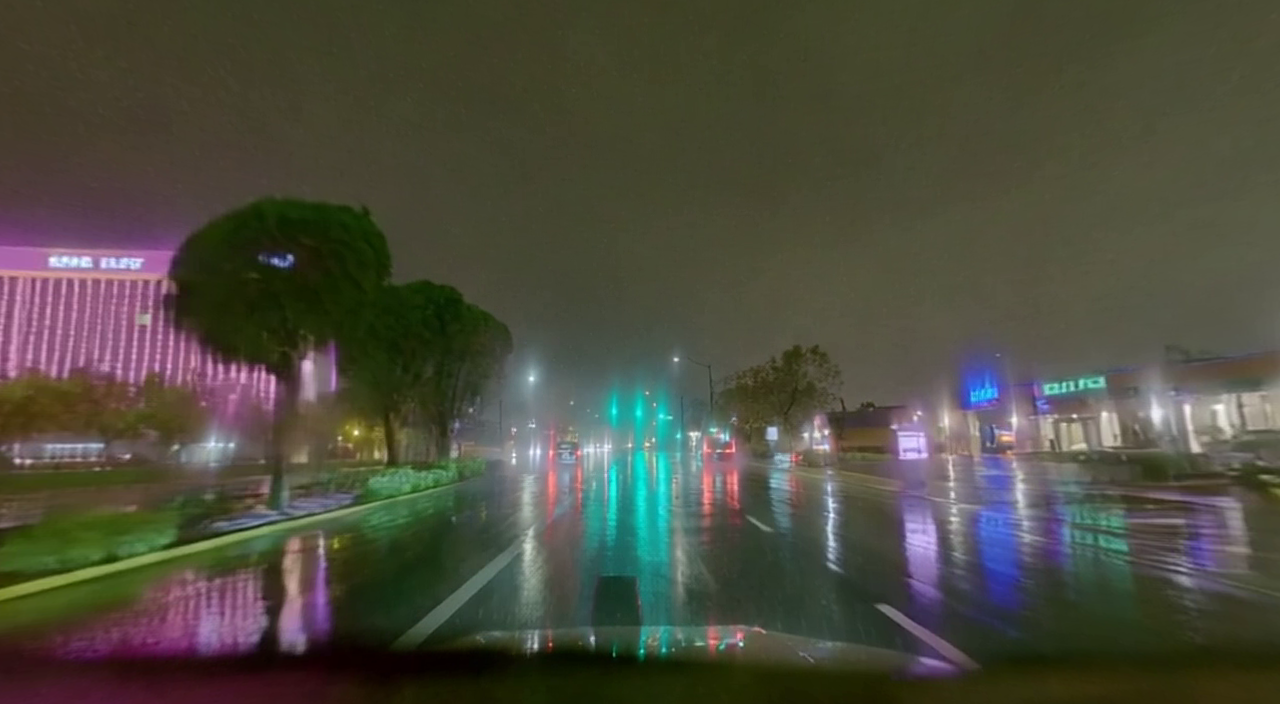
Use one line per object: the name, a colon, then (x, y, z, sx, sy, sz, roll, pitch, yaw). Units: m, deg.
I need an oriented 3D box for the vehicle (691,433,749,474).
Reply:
vehicle: (3.643, 4.736, 29.558, 2.083, 1.743, 4.354, 0, -8, -1)

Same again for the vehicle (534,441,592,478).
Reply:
vehicle: (-3.293, 4.673, 27.752, 2.005, 1.477, 4.169, 0, -8, 0)
